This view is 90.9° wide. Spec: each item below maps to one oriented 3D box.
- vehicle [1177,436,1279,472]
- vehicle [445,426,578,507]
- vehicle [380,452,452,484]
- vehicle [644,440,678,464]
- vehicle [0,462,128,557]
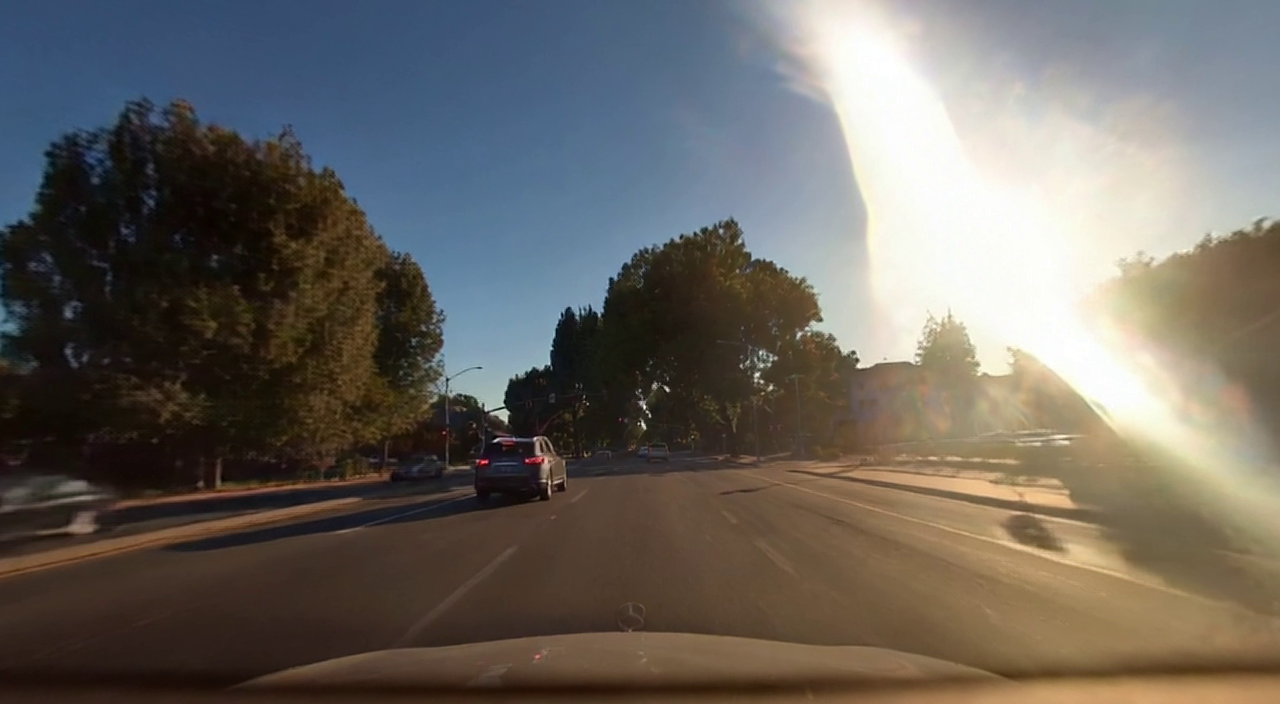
[{"bbox_3d":[29.079,4.899,30.622,1.849,1.466,4.449,-5,-8,-1],"label":"vehicle"},{"bbox_3d":[-3.250,3.058,17.371,2.459,1.825,5.380,-1,-8,1],"label":"vehicle"},{"bbox_3d":[-11.606,6.009,33.019,1.915,1.493,4.782,-1,-8,1],"label":"vehicle"},{"bbox_3d":[1.580,7.885,49.865,2.437,1.737,4.420,0,-8,-2],"label":"vehicle"},{"bbox_3d":[-11.722,2.736,10.867,1.952,1.500,4.543,-1,-8,0],"label":"vehicle"}]
